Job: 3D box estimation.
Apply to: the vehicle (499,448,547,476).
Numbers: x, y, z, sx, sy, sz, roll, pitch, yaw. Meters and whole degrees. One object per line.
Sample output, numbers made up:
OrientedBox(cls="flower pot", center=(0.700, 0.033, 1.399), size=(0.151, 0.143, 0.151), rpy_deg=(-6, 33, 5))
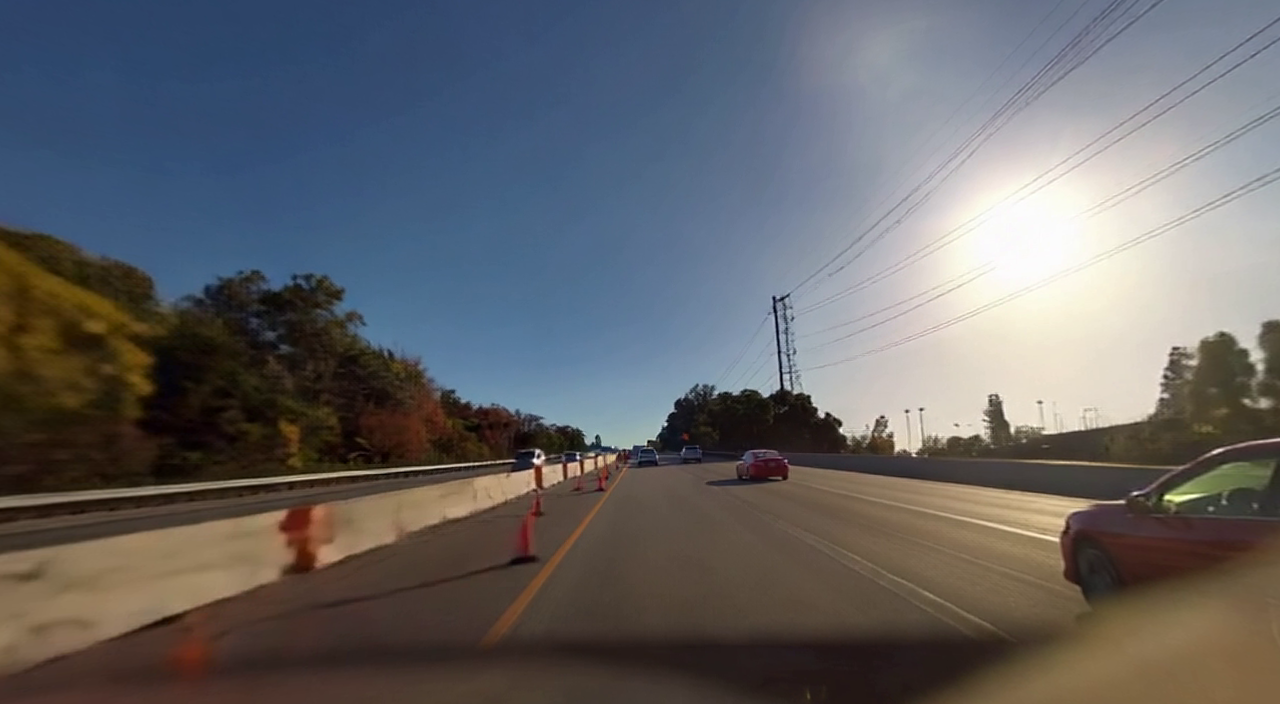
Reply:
OrientedBox(cls="vehicle", center=(-7.356, 6.942, 40.137), size=(1.941, 1.594, 4.791), rpy_deg=(0, -8, 2))

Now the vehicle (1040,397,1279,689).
OrientedBox(cls="vehicle", center=(4.472, 0.994, 3.152), size=(1.997, 1.568, 4.529), rpy_deg=(0, -8, 1))

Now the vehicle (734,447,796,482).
OrientedBox(cls="vehicle", center=(5.493, 4.963, 28.214), size=(1.881, 1.409, 4.016), rpy_deg=(0, -8, -1))

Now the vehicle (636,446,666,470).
OrientedBox(cls="vehicle", center=(0.771, 7.653, 45.783), size=(2.096, 1.583, 4.150), rpy_deg=(0, -8, 0))
